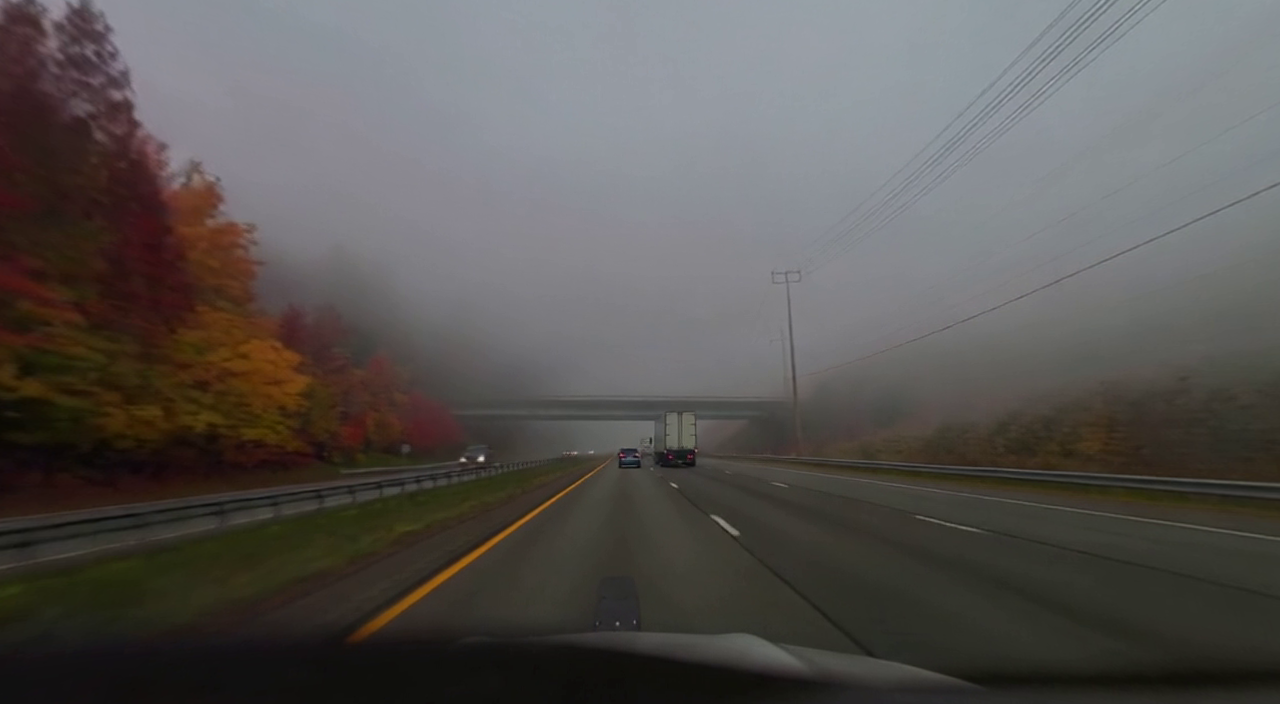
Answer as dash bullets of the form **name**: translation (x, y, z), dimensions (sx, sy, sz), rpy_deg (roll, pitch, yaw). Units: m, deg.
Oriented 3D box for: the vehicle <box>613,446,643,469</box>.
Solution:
- **vehicle**: translation (-0.844, 7.201, 42.823), dimensions (1.961, 1.454, 3.755), rpy_deg (0, -9, -1)
